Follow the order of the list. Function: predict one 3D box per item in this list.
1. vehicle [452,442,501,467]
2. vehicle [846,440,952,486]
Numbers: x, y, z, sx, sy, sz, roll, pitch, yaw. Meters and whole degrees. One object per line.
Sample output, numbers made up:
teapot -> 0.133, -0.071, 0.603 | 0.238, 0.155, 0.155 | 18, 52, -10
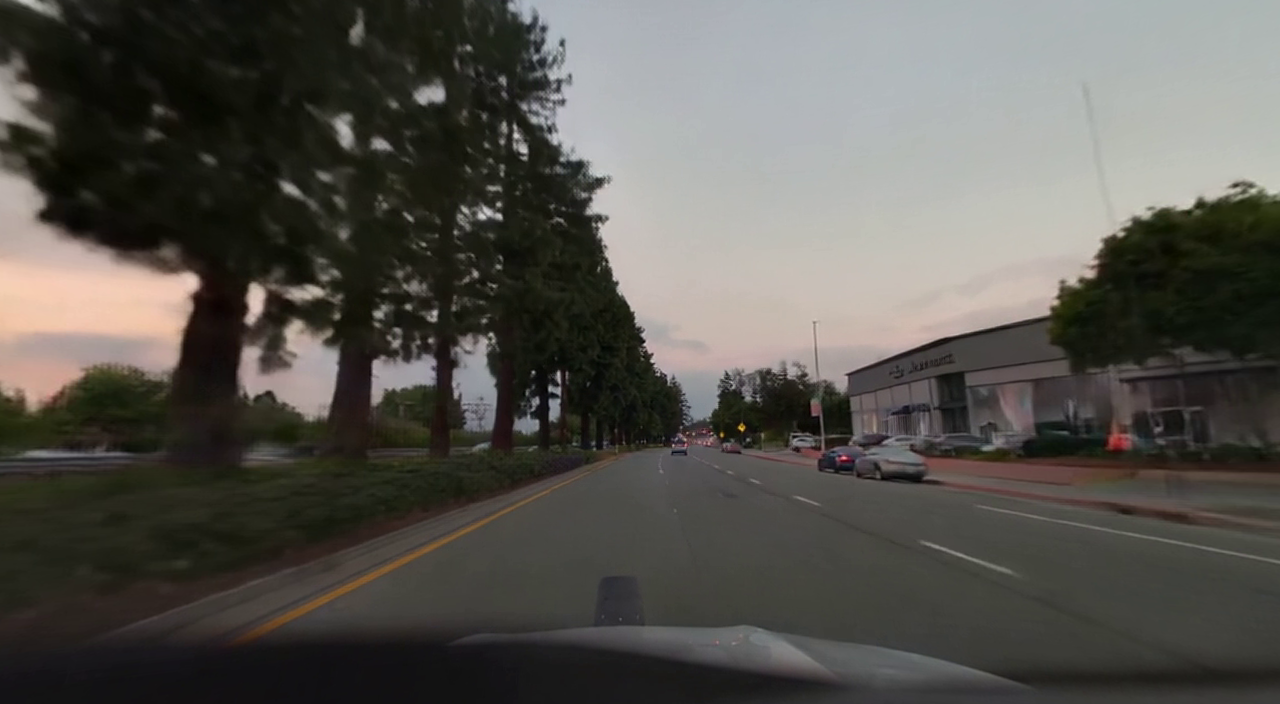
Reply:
vehicle -> -10.337, 6.529, 40.389 | 1.864, 1.497, 4.604 | 0, -9, 1
vehicle -> 9.051, 3.913, 22.574 | 2.022, 1.449, 4.706 | -1, -9, 3
